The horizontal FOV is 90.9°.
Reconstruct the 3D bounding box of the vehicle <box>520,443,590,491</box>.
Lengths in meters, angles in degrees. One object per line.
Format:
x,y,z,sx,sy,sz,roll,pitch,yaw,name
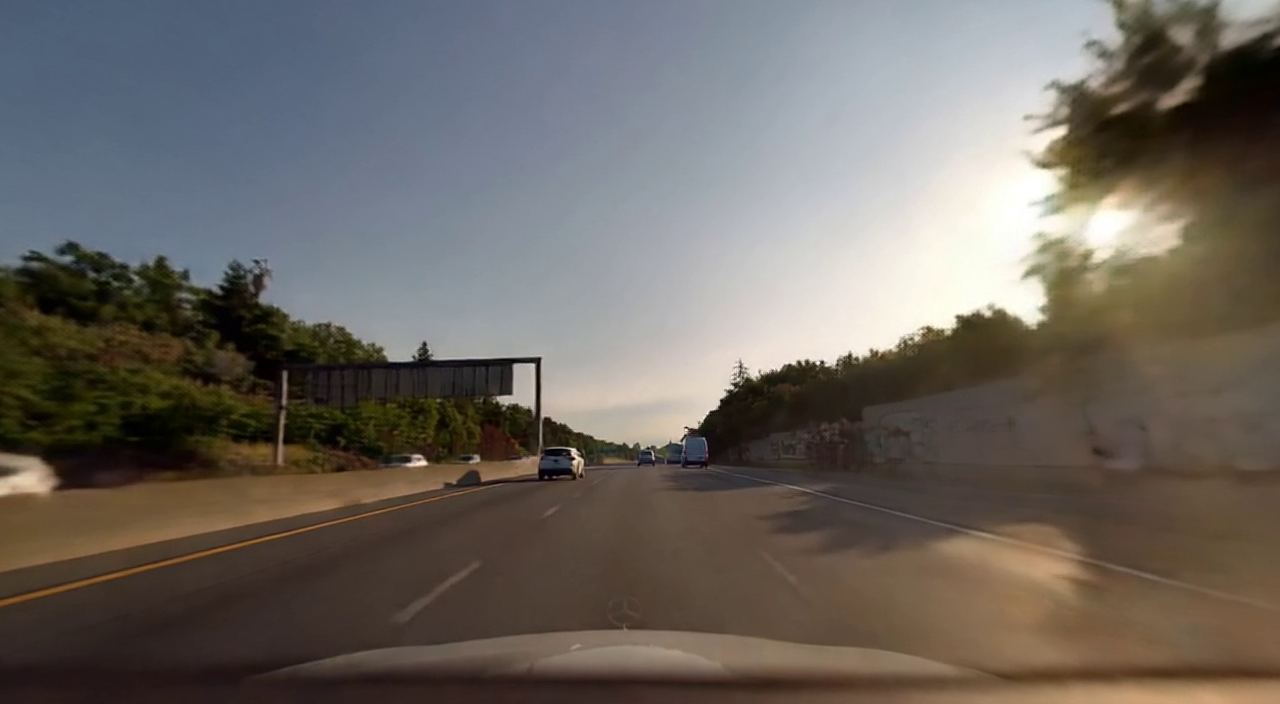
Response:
-3.127,4.354,24.174,1.964,1.618,4.489,0,-9,1,vehicle

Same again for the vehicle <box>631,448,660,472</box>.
0.411,7.892,46.334,2.108,1.663,3.159,0,-9,1,vehicle

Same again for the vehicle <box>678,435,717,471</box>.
4.410,7.896,49.216,2.469,2.591,5.653,0,-9,0,vehicle
